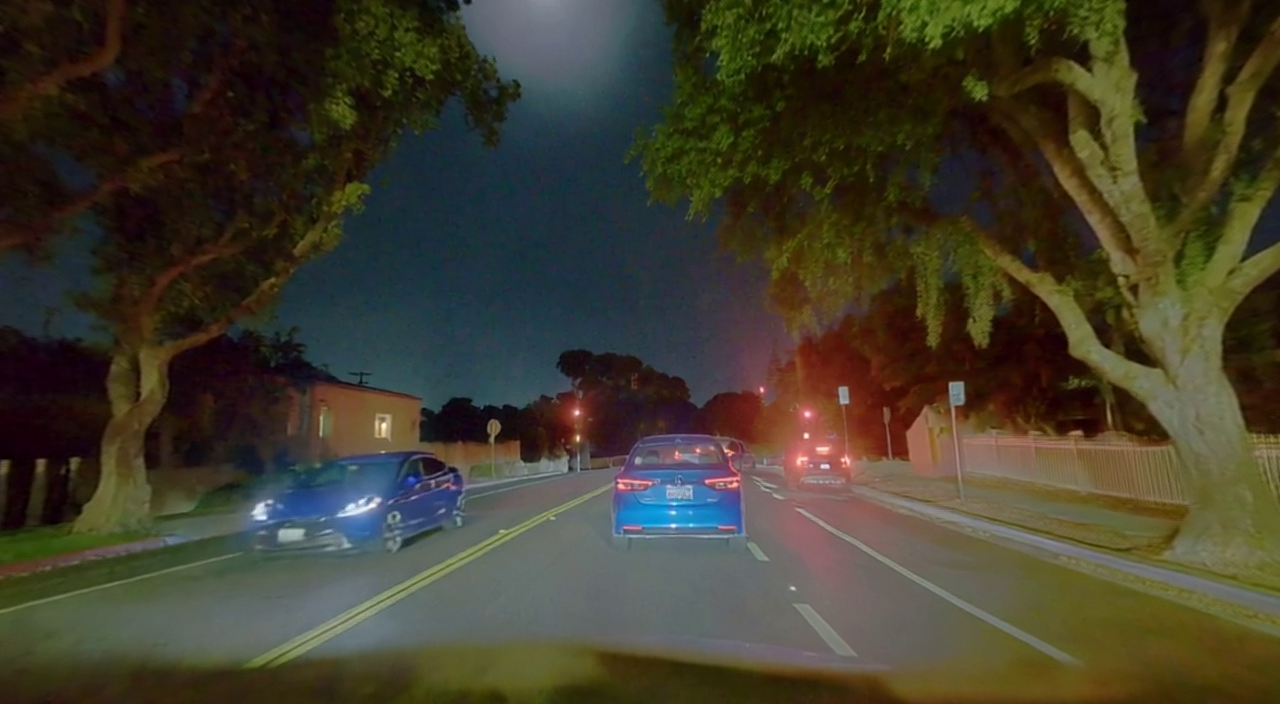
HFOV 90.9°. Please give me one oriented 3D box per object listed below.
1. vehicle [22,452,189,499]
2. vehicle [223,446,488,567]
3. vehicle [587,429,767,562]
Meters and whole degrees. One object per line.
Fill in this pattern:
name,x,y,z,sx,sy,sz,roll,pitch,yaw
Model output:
vehicle,-18.150,4.175,21.524,4.069,1.445,2.063,-1,-9,8
vehicle,-4.180,2.302,10.324,1.956,1.488,4.560,-1,-8,4
vehicle,0.481,1.956,9.338,2.070,1.516,3.936,0,-8,2
